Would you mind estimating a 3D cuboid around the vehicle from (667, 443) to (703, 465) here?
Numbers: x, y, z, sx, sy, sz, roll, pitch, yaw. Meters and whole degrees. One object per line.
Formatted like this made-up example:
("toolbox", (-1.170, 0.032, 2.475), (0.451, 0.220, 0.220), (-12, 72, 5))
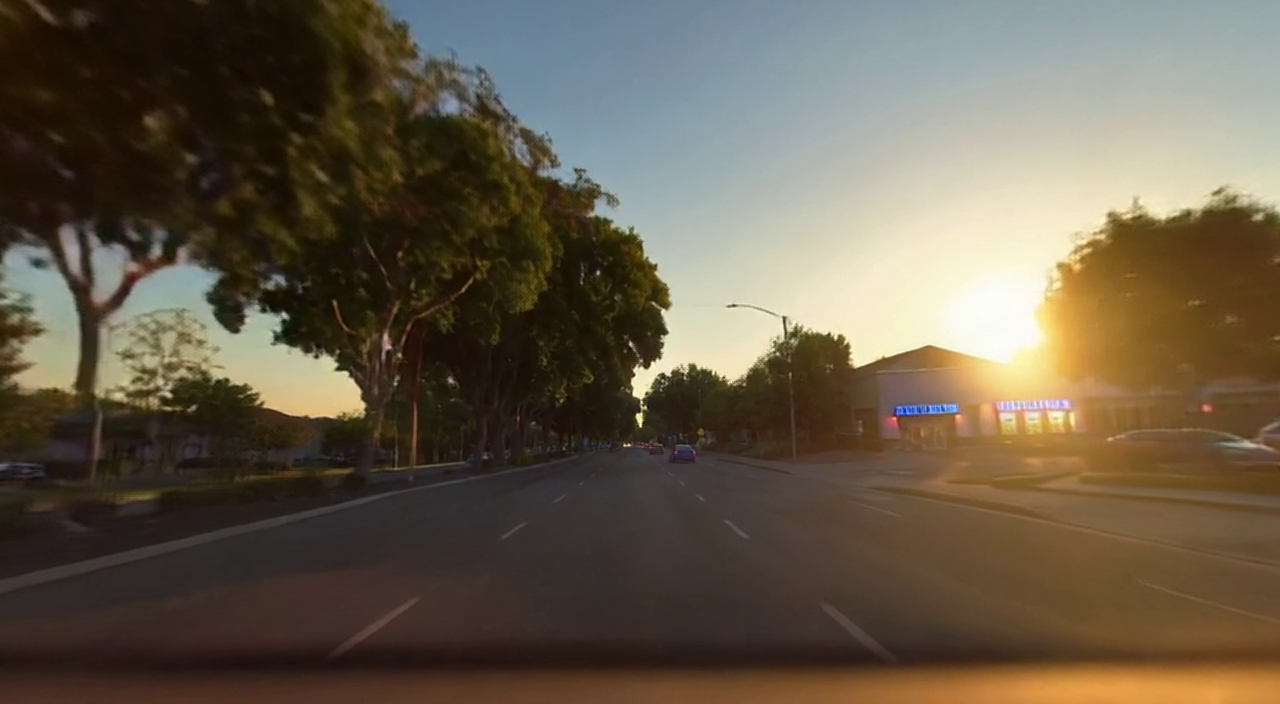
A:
("vehicle", (3.131, 7.193, 44.639), (2.033, 1.482, 4.571), (0, -8, -2))
